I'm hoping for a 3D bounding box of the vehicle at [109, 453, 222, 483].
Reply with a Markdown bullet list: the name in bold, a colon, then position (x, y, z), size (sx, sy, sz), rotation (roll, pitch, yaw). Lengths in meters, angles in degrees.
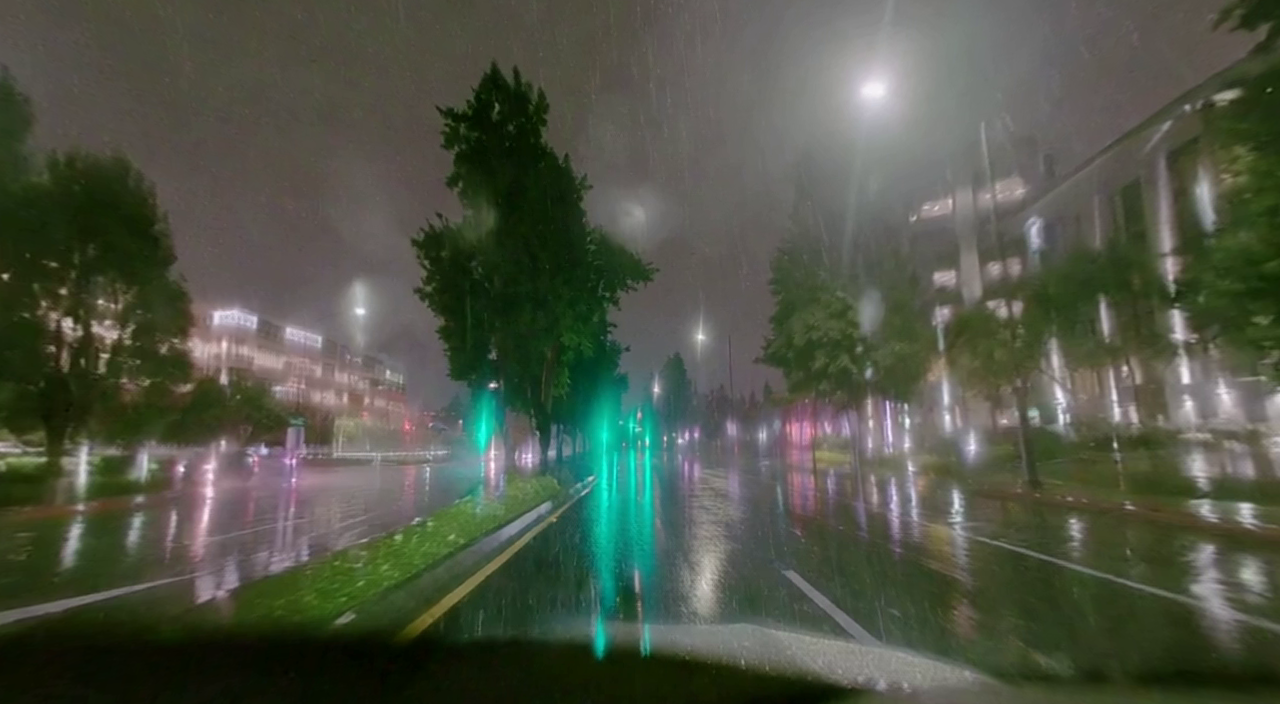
- **vehicle**: position (-24.277, 5.934, 32.429), size (4.213, 1.493, 1.875), rotation (0, -8, -1)
